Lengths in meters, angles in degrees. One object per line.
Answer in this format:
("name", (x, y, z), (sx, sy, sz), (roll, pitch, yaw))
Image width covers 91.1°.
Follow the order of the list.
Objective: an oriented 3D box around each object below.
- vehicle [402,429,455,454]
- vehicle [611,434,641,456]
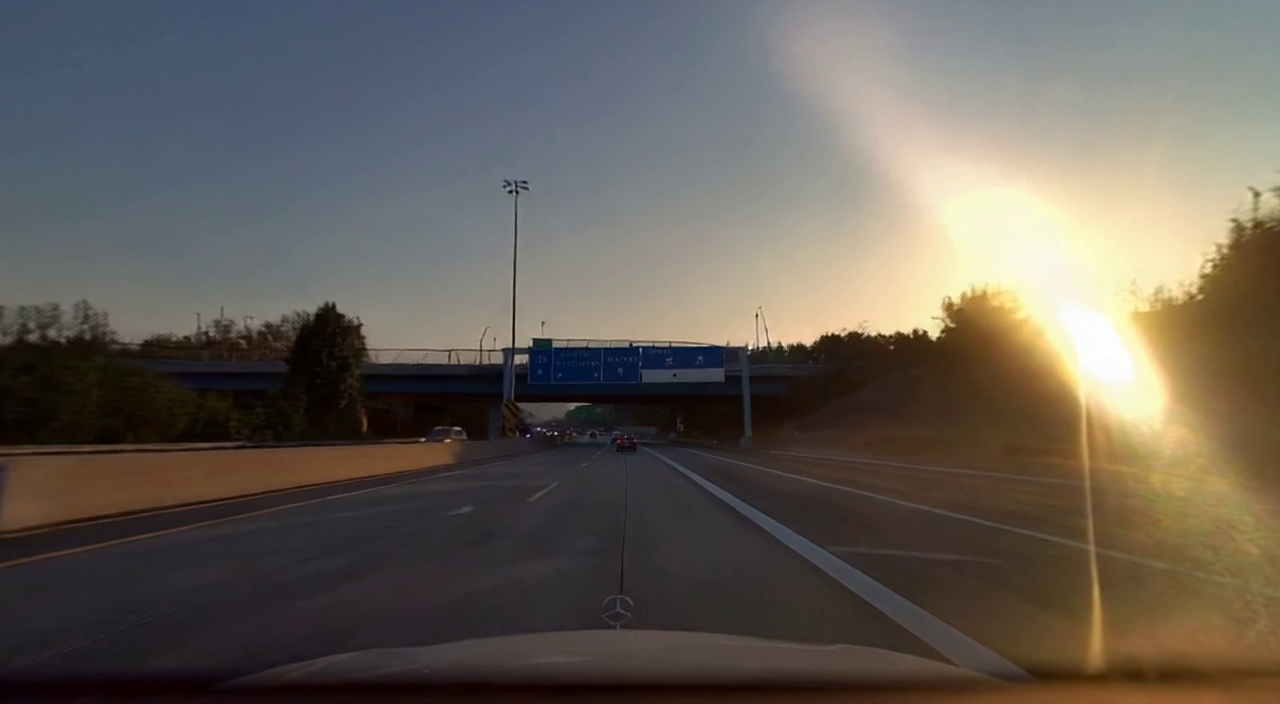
("vehicle", (-13.595, 5.779, 40.656), (1.964, 1.536, 4.460), (0, -8, -1))
("vehicle", (-1.003, 6.716, 45.378), (2.025, 1.519, 3.924), (0, -8, -1))
